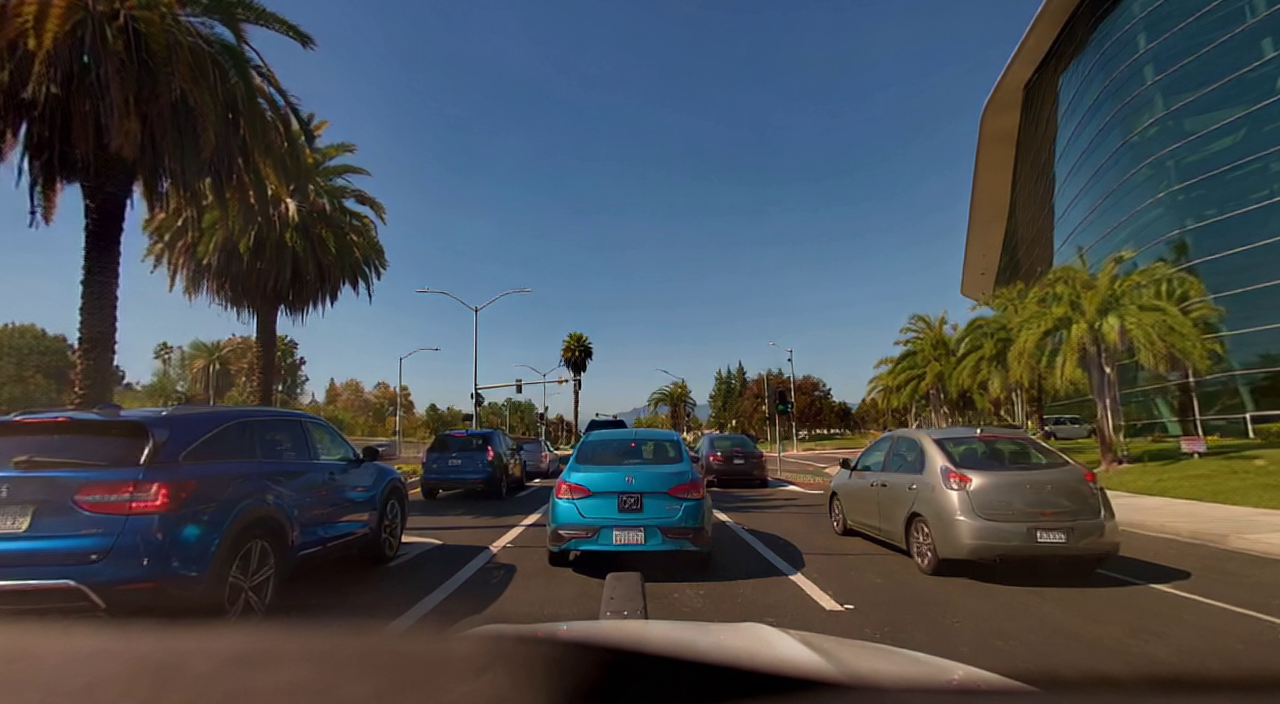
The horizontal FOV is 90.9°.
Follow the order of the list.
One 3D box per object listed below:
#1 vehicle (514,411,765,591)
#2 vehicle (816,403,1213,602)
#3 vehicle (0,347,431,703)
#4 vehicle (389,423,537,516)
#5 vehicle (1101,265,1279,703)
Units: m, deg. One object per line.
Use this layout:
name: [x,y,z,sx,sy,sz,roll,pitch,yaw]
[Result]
vehicle: [-0.046,1.647,7.837,2.219,1.586,4.321,0,-8,-1]
vehicle: [3.838,1.618,7.680,2.064,1.696,4.431,0,-8,-1]
vehicle: [-3.541,1.172,5.379,2.014,1.775,4.404,0,-8,-1]
vehicle: [-3.466,2.377,13.167,1.917,1.631,3.768,0,-8,1]
vehicle: [2.980,0.428,0.233,2.117,1.879,4.715,0,-8,2]
